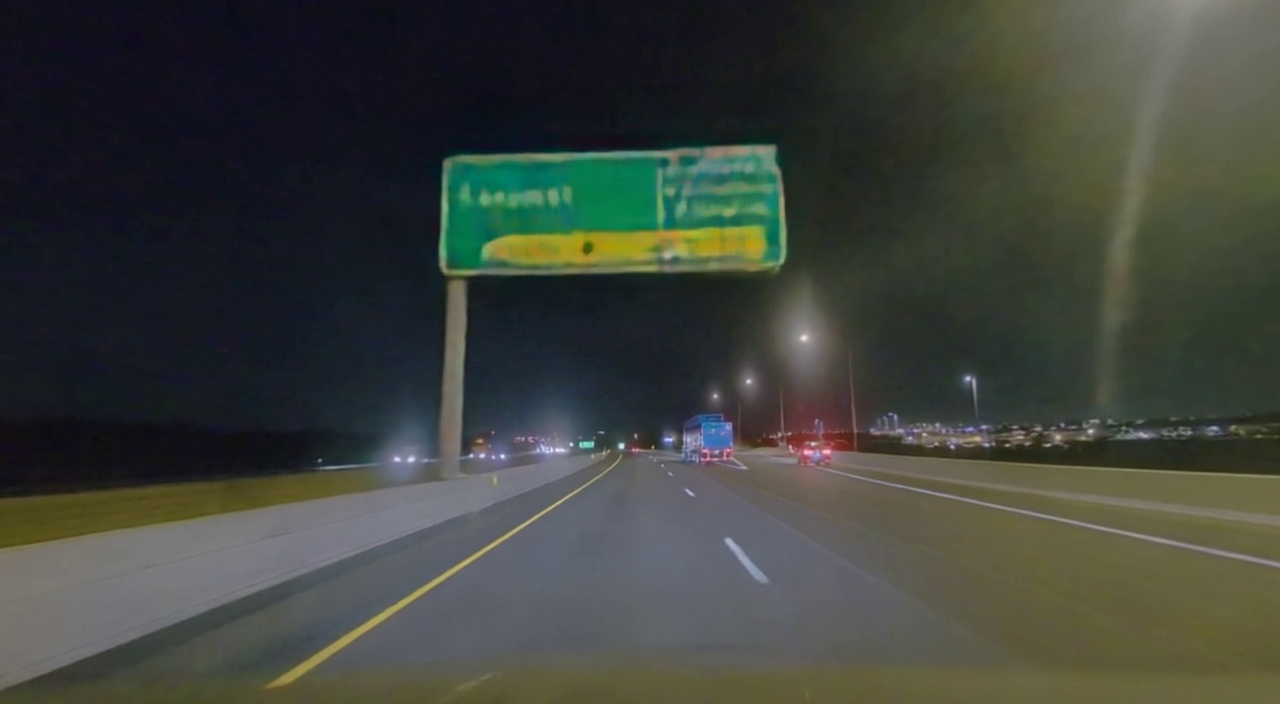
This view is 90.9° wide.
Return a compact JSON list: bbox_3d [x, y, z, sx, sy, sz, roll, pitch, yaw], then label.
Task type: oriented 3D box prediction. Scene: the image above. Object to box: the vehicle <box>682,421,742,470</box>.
[{"bbox_3d":[3.945,5.304,35.708,2.430,2.495,6.062,0,-8,-2],"label":"vehicle"}]
